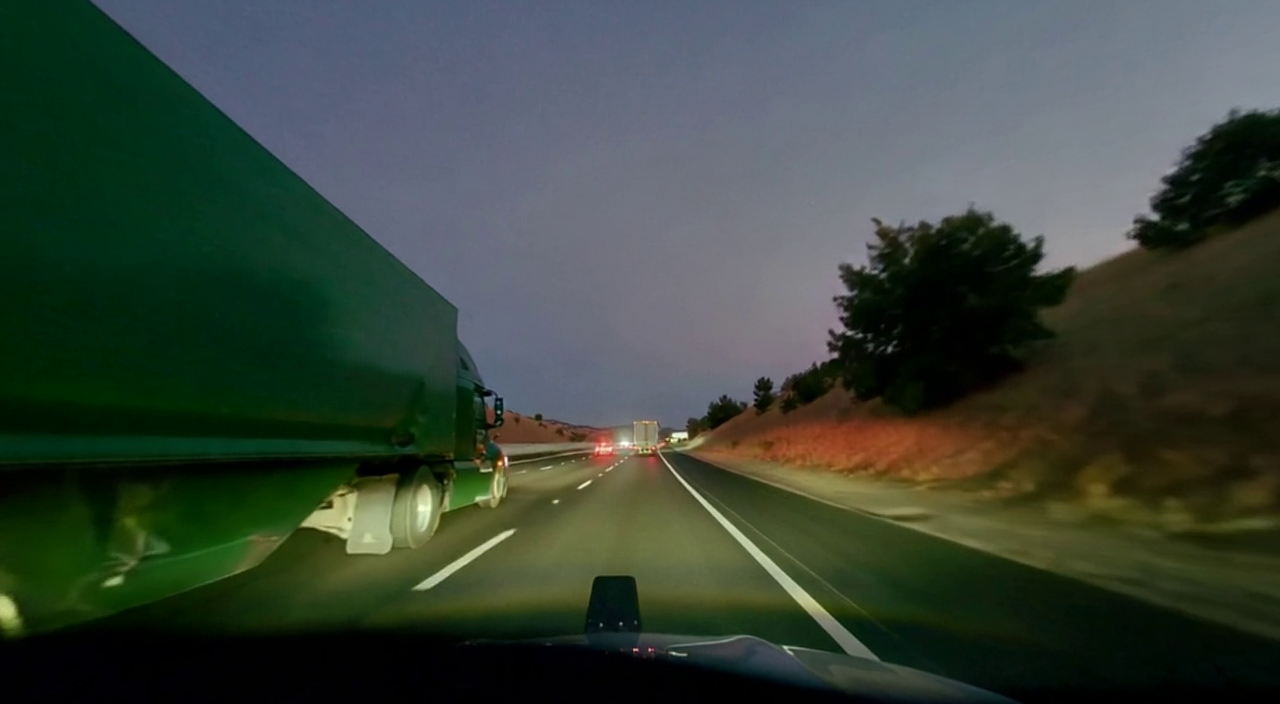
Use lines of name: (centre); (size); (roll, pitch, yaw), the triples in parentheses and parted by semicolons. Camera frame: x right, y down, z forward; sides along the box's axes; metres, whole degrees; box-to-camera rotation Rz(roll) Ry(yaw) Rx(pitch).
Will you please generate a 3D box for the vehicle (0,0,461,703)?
vehicle: (-3.722, 0.124, 2.776); (2.789, 3.271, 10.894); (1, -9, -1)
